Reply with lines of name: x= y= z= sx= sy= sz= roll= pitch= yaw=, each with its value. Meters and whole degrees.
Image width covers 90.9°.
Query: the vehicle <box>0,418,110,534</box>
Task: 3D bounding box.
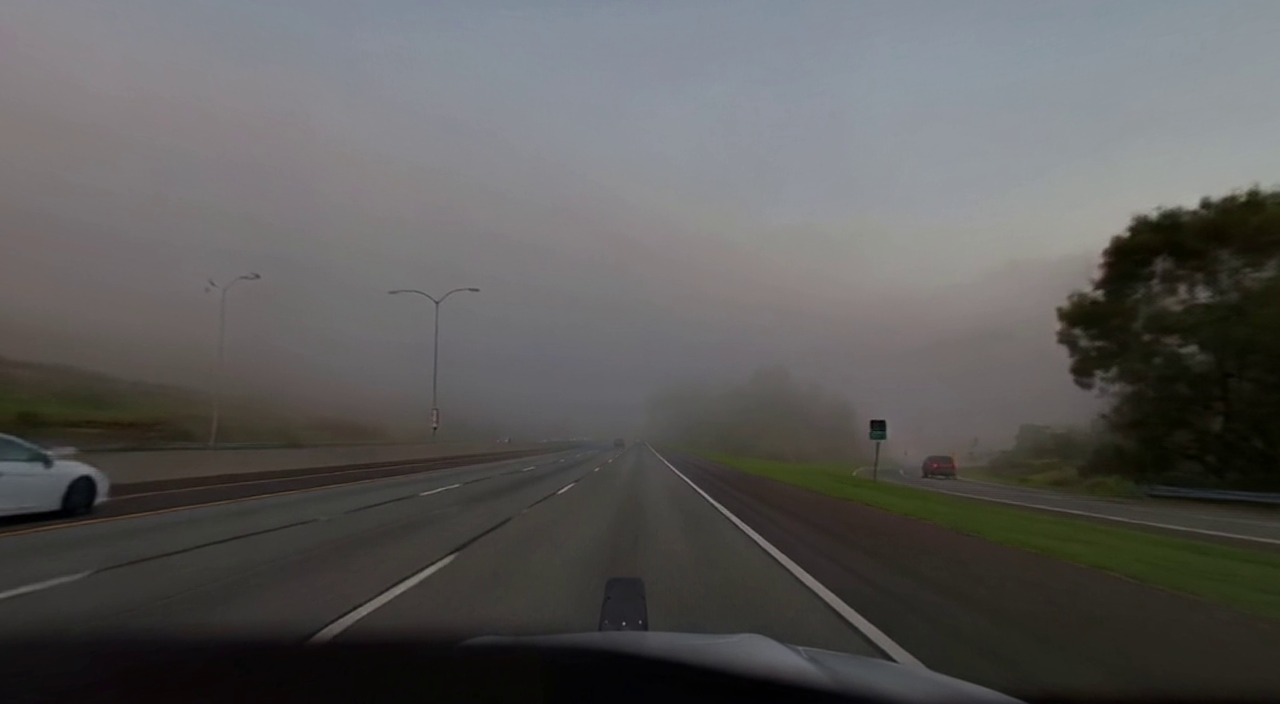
vehicle: x=-10.877 y=1.810 z=9.045 sx=2.152 sy=1.753 sz=4.972 roll=0 pitch=-8 yaw=1
